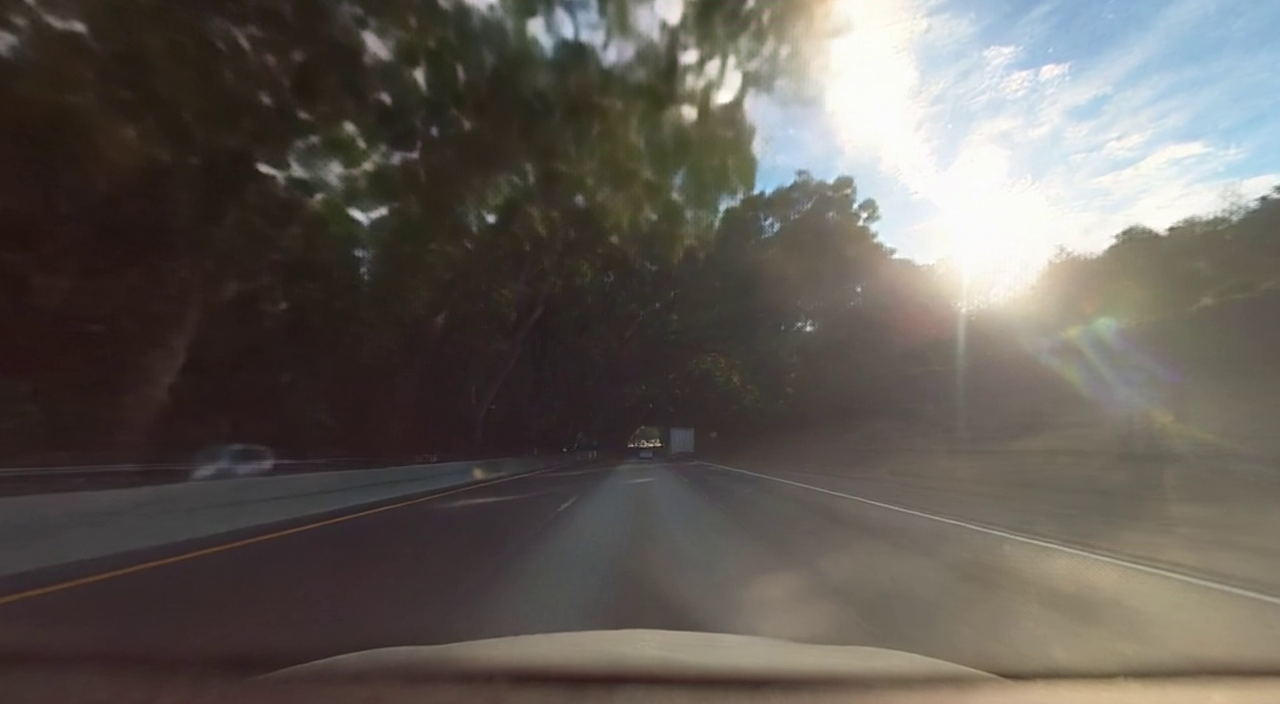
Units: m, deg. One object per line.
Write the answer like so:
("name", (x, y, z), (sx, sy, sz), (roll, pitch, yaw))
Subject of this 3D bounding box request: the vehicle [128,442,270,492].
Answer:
("vehicle", (-15.464, 4.044, 22.451), (1.906, 1.582, 4.254), (0, -9, 1))

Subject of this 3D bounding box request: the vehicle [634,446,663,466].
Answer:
("vehicle", (0.636, 7.731, 46.932), (2.023, 1.434, 4.236), (0, -9, 1))
